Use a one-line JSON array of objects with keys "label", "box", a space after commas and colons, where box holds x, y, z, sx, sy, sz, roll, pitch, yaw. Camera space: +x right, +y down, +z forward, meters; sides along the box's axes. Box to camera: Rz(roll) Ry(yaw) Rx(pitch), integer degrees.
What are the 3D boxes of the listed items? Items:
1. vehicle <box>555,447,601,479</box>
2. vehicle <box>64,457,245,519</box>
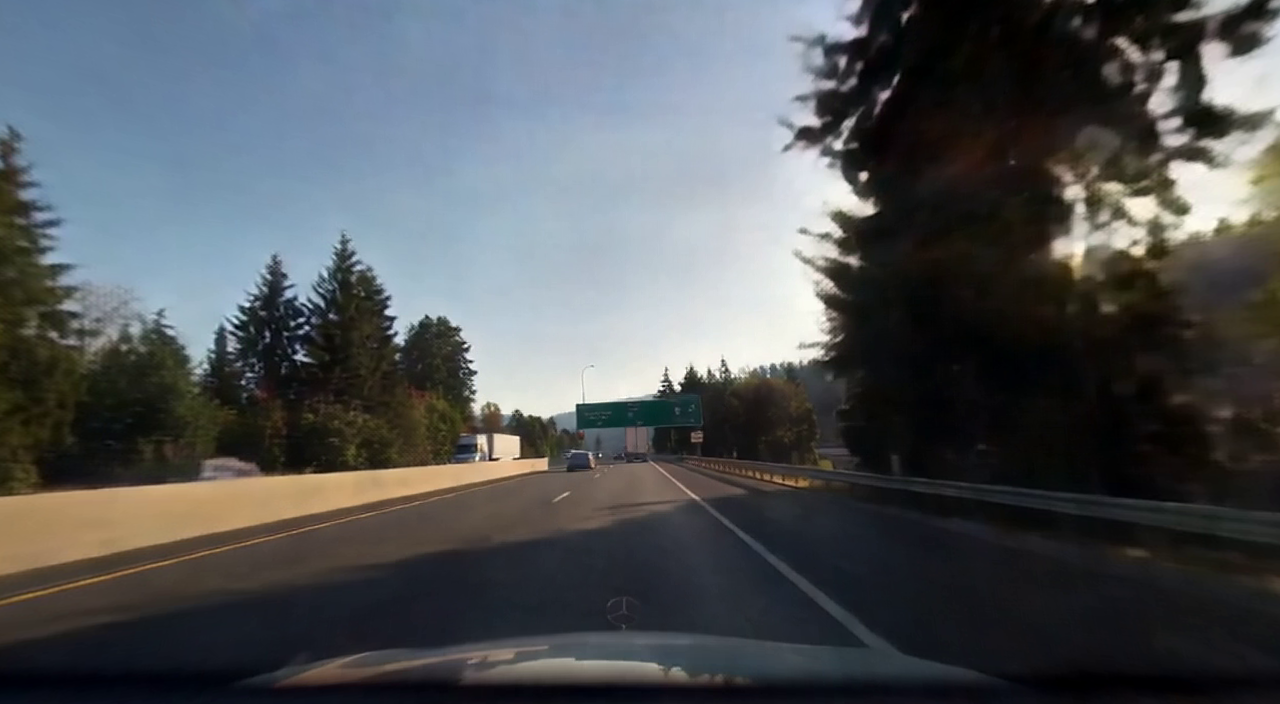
[{"label": "vehicle", "box": [-3.407, 6.204, 35.530, 2.081, 1.682, 4.425, 0, -9, 0]}, {"label": "vehicle", "box": [-13.152, 3.663, 17.470, 1.796, 1.445, 3.995, 0, -9, 1]}]
